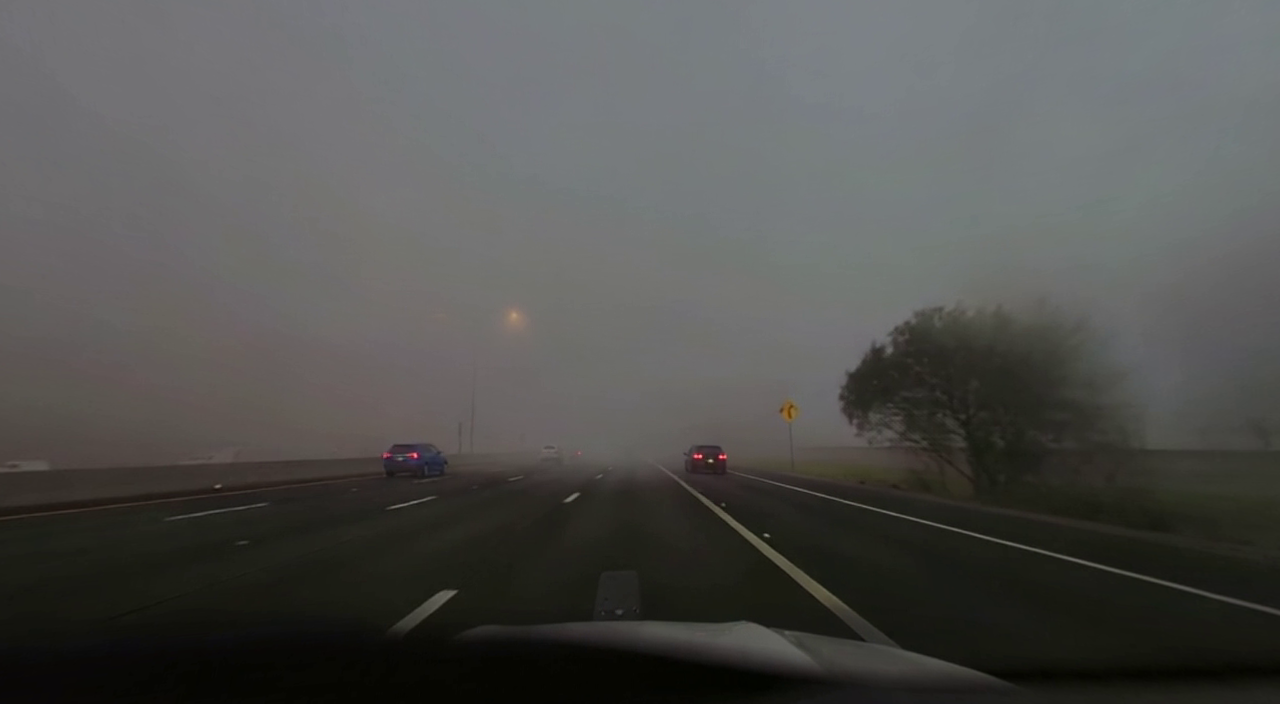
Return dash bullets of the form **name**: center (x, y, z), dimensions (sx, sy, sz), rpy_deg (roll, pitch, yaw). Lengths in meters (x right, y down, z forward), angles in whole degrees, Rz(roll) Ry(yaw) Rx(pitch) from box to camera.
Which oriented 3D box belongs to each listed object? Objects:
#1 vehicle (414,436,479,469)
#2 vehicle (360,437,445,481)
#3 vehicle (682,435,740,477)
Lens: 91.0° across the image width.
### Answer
- **vehicle**: center (-14.418, 7.568, 47.531), dimensions (2.736, 2.262, 6.533), rpy_deg (0, -8, 1)
- **vehicle**: center (-11.087, 5.017, 29.767), dimensions (2.137, 1.873, 4.687), rpy_deg (0, -8, 0)
- **vehicle**: center (3.379, 5.089, 30.988), dimensions (2.184, 1.892, 4.763), rpy_deg (0, -8, -1)
